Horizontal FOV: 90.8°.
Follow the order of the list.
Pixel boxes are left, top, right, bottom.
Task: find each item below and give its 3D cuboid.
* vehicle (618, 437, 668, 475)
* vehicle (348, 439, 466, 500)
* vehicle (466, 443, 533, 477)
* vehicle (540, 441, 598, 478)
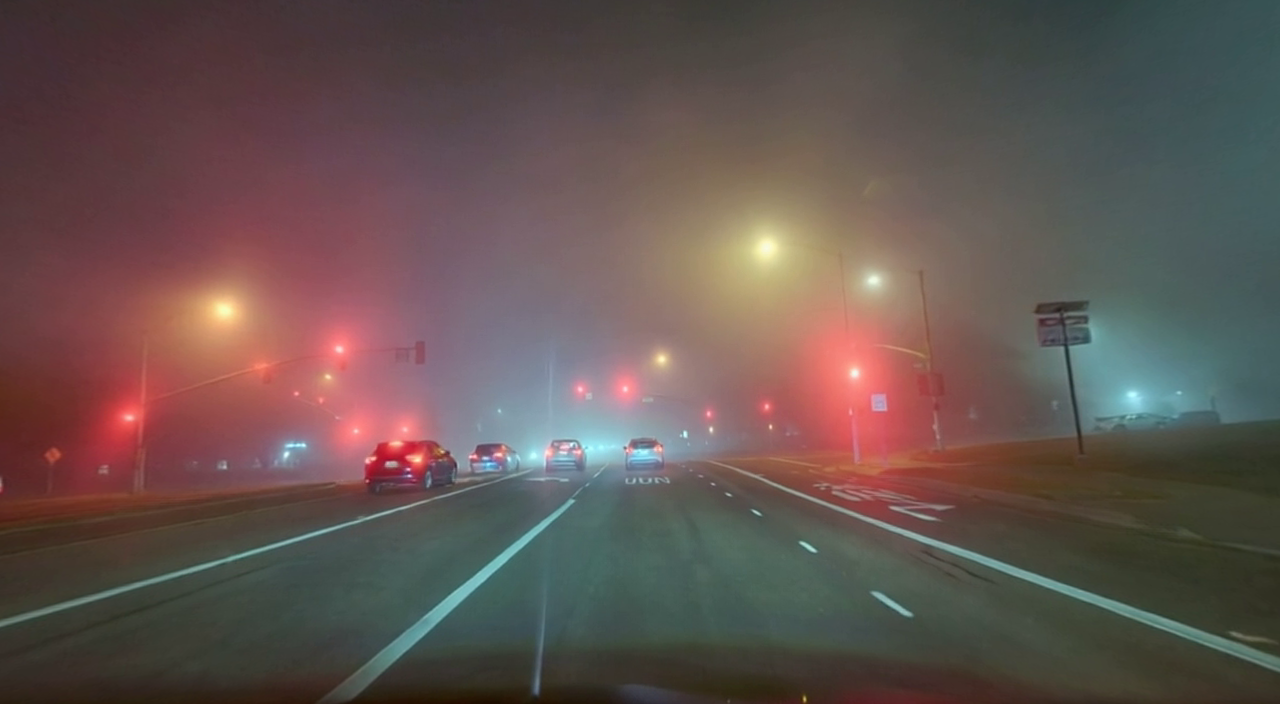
[{"bbox_3d":[0.142,4.453,27.255,1.985,1.521,3.968,0,-8,1],"label":"vehicle"},{"bbox_3d":[-6.704,3.408,18.706,1.869,1.570,4.064,0,-8,1],"label":"vehicle"},{"bbox_3d":[-6.467,4.996,29.549,2.074,1.447,4.224,0,-8,2],"label":"vehicle"},{"bbox_3d":[-2.923,4.540,26.918,1.946,1.437,4.154,0,-8,1],"label":"vehicle"}]
